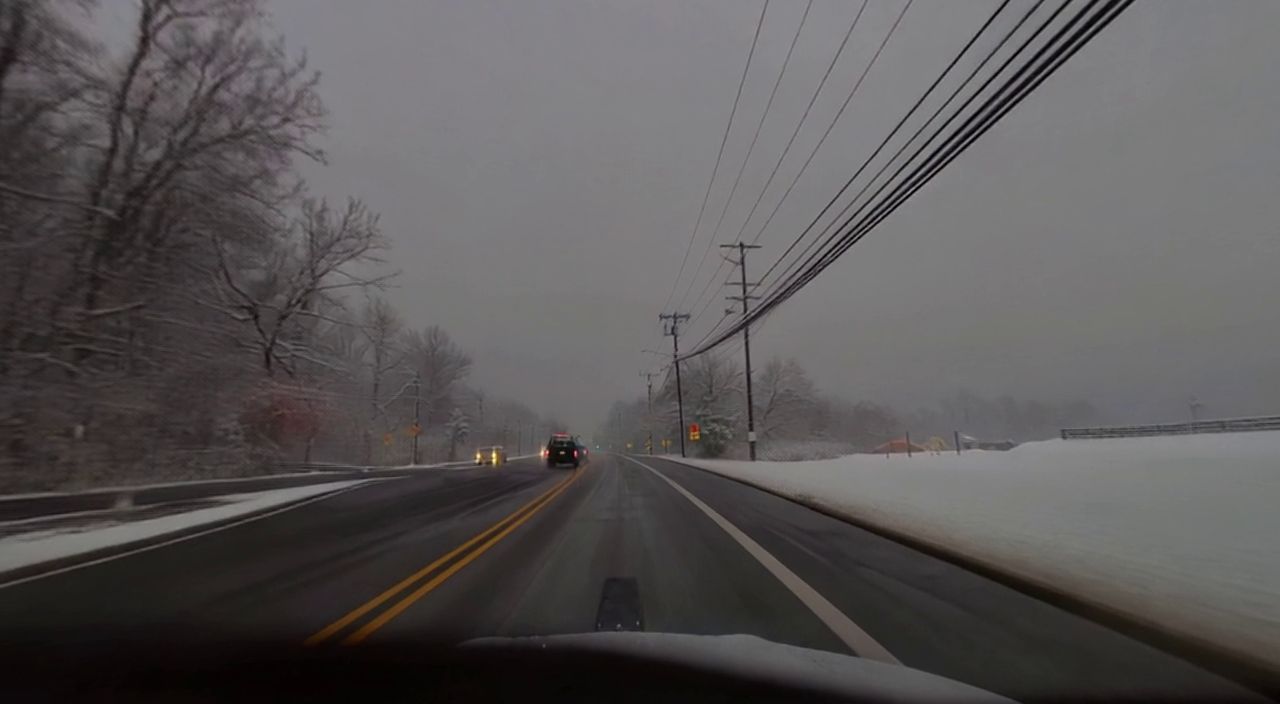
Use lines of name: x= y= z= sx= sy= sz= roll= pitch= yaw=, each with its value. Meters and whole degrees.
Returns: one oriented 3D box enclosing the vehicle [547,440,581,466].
vehicle: x=-5.884 y=7.881 z=49.380 sx=2.246 sy=1.885 sz=5.275 roll=1 pitch=-9 yaw=-3
